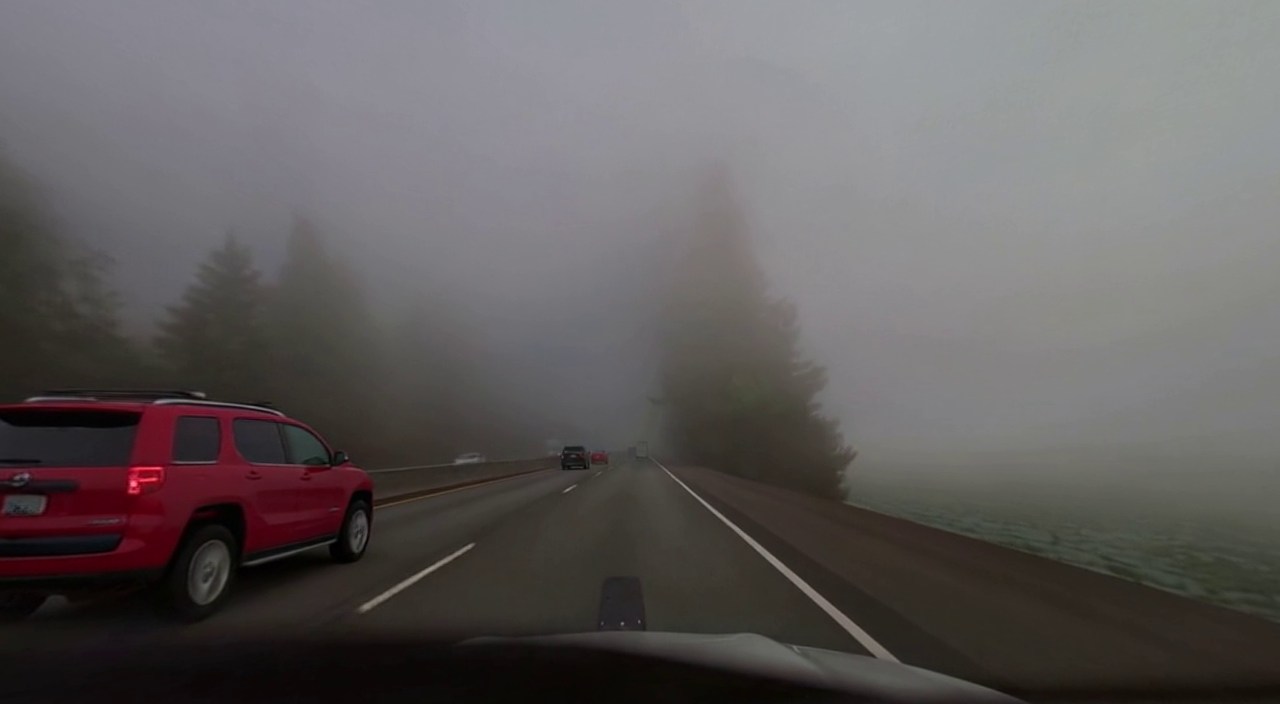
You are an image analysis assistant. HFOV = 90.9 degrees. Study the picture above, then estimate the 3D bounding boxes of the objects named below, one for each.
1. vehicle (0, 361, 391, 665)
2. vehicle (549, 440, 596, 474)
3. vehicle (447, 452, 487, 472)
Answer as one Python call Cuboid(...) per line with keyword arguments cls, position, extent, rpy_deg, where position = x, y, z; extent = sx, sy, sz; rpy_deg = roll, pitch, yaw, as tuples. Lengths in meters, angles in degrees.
Cuboid(cls="vehicle", position=(-4.597, 1.382, 6.465), extent=(2.102, 1.941, 4.703), rpy_deg=(0, -9, 1))
Cuboid(cls="vehicle", position=(-3.716, 5.919, 35.642), extent=(2.056, 1.811, 4.202), rpy_deg=(-1, -9, 2))
Cuboid(cls="vehicle", position=(-13.123, 8.365, 48.047), extent=(1.849, 1.466, 4.337), rpy_deg=(0, -9, -1))
